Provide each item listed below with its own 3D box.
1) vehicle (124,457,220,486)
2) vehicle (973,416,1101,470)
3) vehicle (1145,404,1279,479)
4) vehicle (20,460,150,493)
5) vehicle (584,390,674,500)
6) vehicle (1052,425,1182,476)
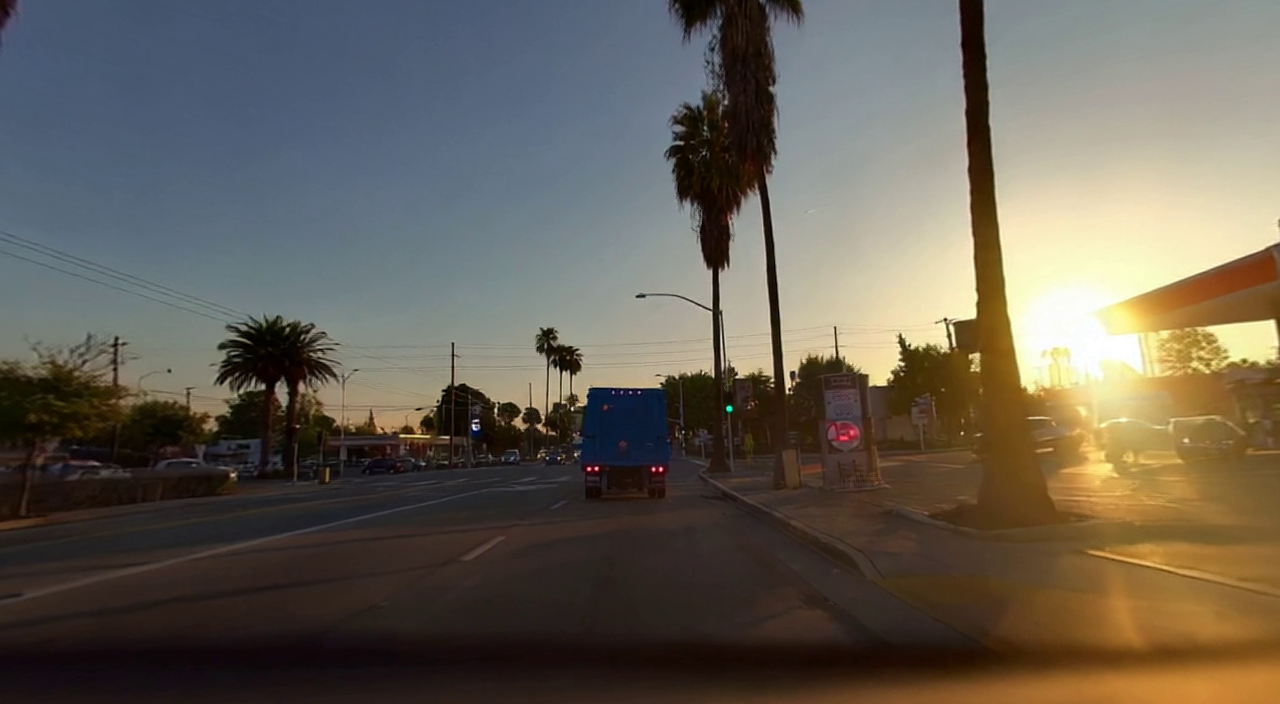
[{"bbox_3d":[-27.954,7.143,37.931,4.303,1.567,2.021,5,-10,-29],"label":"vehicle"},{"bbox_3d":[15.885,3.647,25.226,5.078,1.937,2.326,6,-10,-34],"label":"vehicle"},{"bbox_3d":[15.709,2.328,16.769,4.472,1.730,1.939,2,-10,-31],"label":"vehicle"},{"bbox_3d":[-27.809,6.219,31.896,4.493,1.453,1.912,4,-9,-27],"label":"vehicle"},{"bbox_3d":[-0.246,2.965,20.347,2.463,2.954,5.938,0,-8,1],"label":"vehicle"},{"bbox_3d":[15.222,3.120,20.110,4.105,1.433,1.931,6,-10,-33],"label":"vehicle"}]
